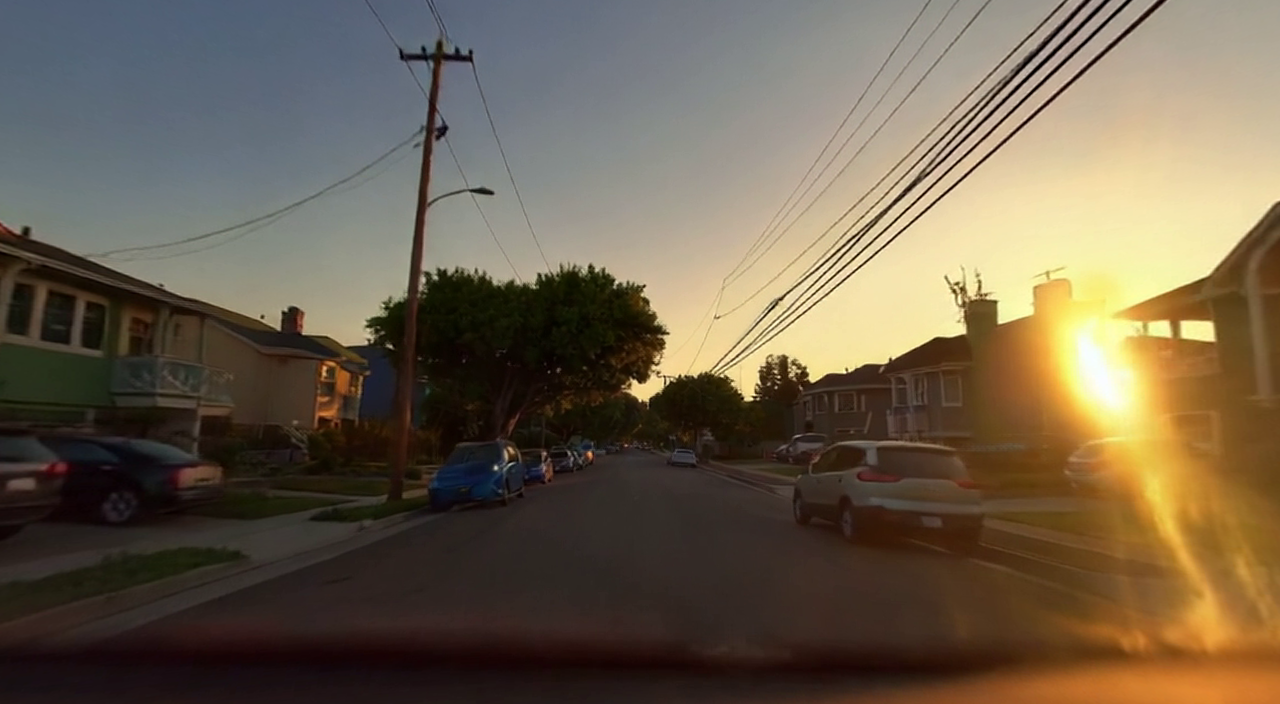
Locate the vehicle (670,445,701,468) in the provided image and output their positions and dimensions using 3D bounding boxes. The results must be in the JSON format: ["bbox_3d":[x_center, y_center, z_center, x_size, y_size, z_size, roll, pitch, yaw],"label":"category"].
[{"bbox_3d":[3.227,7.497,45.446,1.916,1.587,3.986,0,-9,1],"label":"vehicle"}]

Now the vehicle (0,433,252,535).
[{"bbox_3d":[-9.197,2.076,10.243,4.462,1.460,2.014,0,-9,1],"label":"vehicle"}]

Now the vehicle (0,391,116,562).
[{"bbox_3d":[-9.102,1.387,7.118,4.469,1.816,2.022,0,-9,-1],"label":"vehicle"}]

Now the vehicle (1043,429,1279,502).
[{"bbox_3d":[12.874,2.762,15.605,4.377,1.650,2.107,0,-9,-2],"label":"vehicle"}]

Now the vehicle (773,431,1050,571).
[{"bbox_3d":[3.523,2.001,9.342,2.019,1.536,4.405,0,-9,-2],"label":"vehicle"}]

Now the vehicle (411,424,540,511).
[{"bbox_3d":[-4.047,2.937,16.562,2.057,1.887,5.053,0,-9,-1],"label":"vehicle"}]
